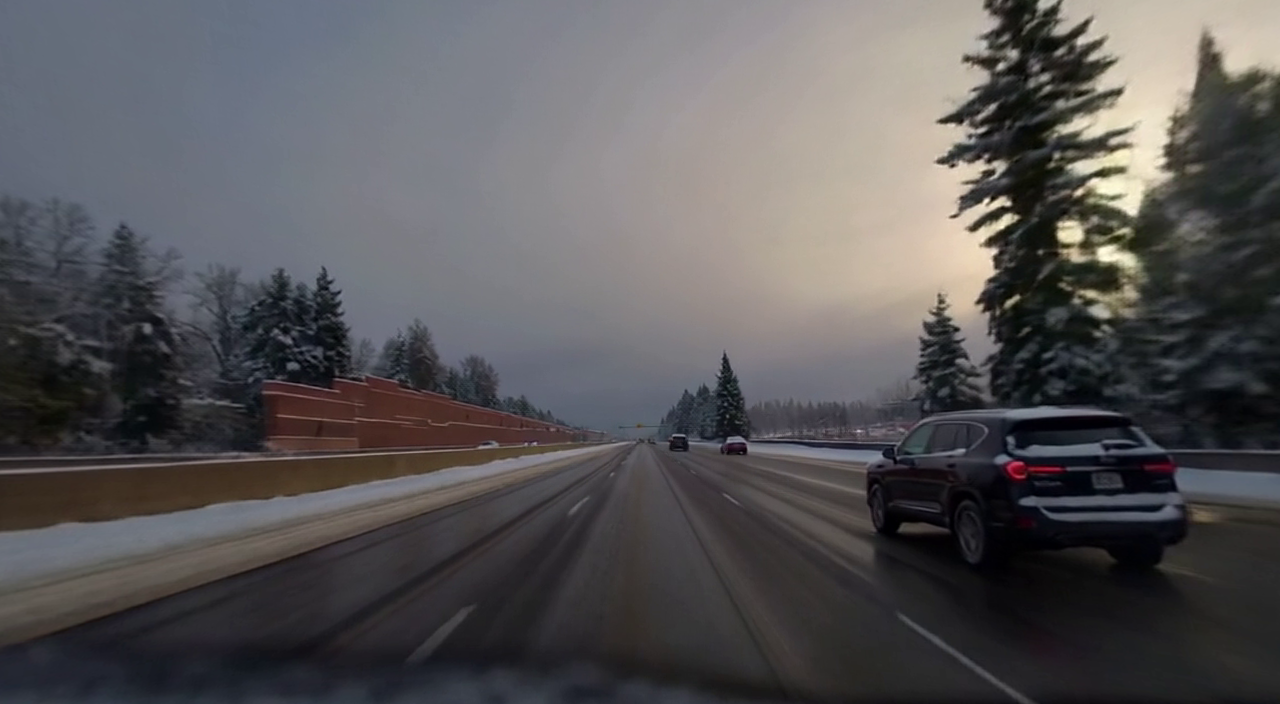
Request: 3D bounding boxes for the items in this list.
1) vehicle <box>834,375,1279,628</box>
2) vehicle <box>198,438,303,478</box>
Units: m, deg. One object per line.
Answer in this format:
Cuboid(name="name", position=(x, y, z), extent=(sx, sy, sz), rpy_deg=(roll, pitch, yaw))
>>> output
Cuboid(name="vehicle", position=(3.964, 1.393, 6.859), extent=(2.190, 1.783, 4.637), rpy_deg=(0, -8, -1))
Cuboid(name="vehicle", position=(-18.027, 4.918, 29.514), extent=(1.953, 1.675, 4.524), rpy_deg=(0, -8, 1))
